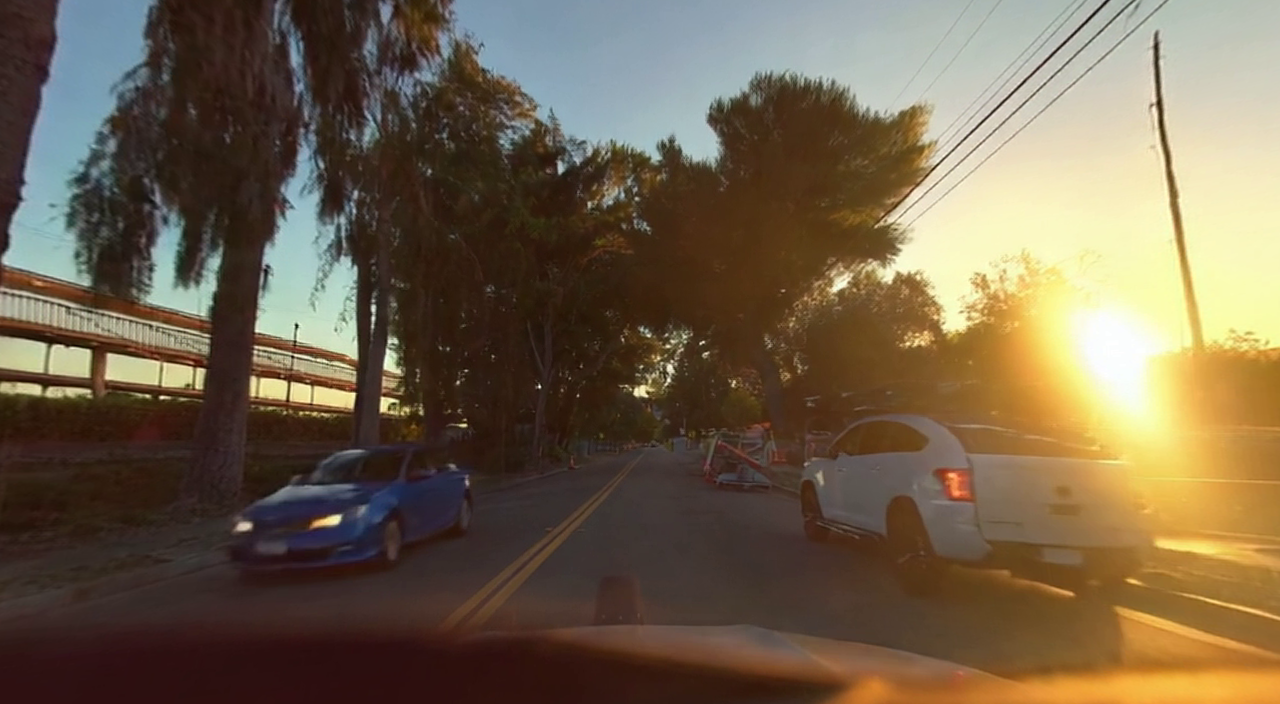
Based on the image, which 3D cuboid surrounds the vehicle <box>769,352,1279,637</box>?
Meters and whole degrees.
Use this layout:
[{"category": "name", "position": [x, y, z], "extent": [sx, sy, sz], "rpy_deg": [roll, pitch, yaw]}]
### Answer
[{"category": "vehicle", "position": [3.567, 1.529, 7.877], "extent": [2.759, 2.114, 6.152], "rpy_deg": [-1, -9, 2]}]

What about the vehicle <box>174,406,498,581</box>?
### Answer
[{"category": "vehicle", "position": [-3.510, 1.737, 8.491], "extent": [2.078, 1.716, 4.367], "rpy_deg": [-1, -9, 1]}]

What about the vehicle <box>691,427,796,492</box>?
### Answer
[{"category": "vehicle", "position": [3.520, 3.877, 23.135], "extent": [2.617, 2.020, 6.531], "rpy_deg": [0, -9, -1]}]
